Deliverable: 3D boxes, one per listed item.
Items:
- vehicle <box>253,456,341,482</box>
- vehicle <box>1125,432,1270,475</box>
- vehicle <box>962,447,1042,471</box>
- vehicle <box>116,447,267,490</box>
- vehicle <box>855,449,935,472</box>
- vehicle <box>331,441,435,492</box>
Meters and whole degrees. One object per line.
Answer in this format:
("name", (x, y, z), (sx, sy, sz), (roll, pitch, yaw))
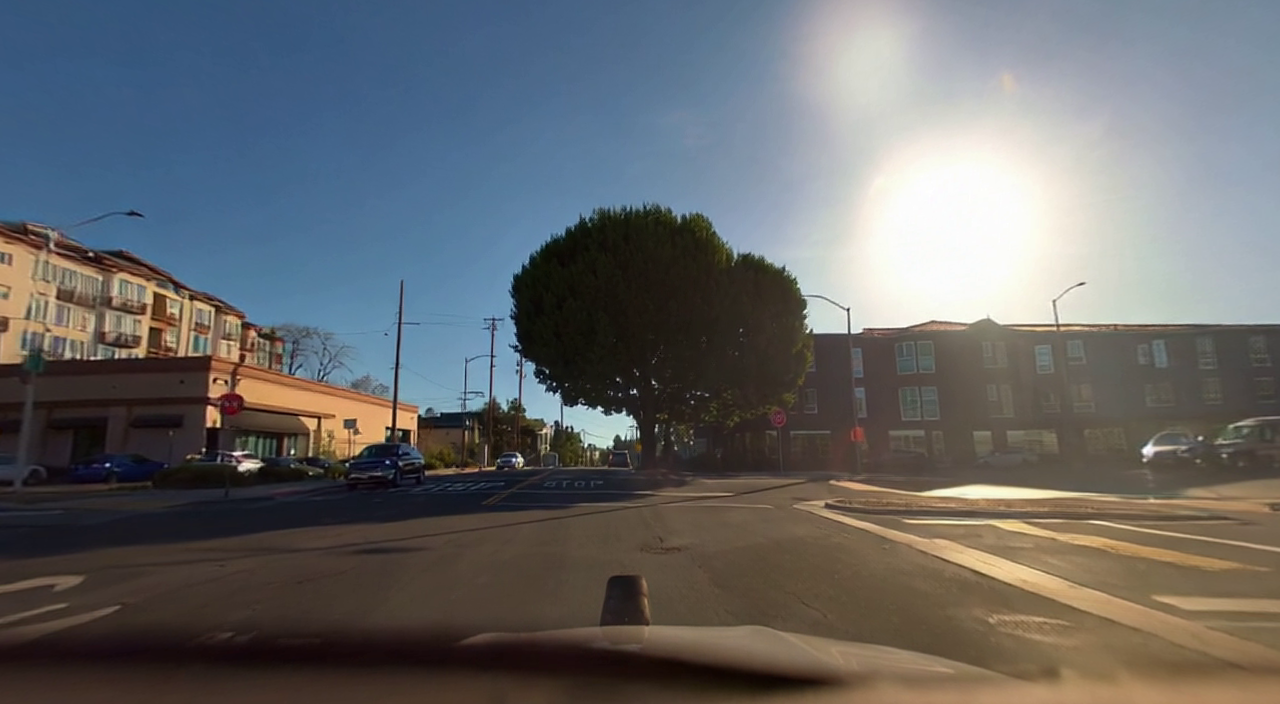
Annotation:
("vehicle", (-21.182, 7.222, 39.087), (4.277, 1.527, 1.987), (0, -8, -4))
("vehicle", (28.152, 5.088, 31.948), (5.277, 2.032, 2.408), (1, -7, -5))
("vehicle", (24.420, 7.219, 42.600), (4.323, 1.507, 1.896), (1, -8, -5))
("vehicle", (-18.458, 4.757, 26.186), (2.010, 1.583, 4.582), (-6, -10, 33))
("vehicle", (16.972, 7.221, 42.039), (4.528, 1.458, 1.939), (1, -7, -6))
("vehicle", (-9.270, 4.182, 23.264), (2.156, 1.620, 4.945), (0, -9, -5))
